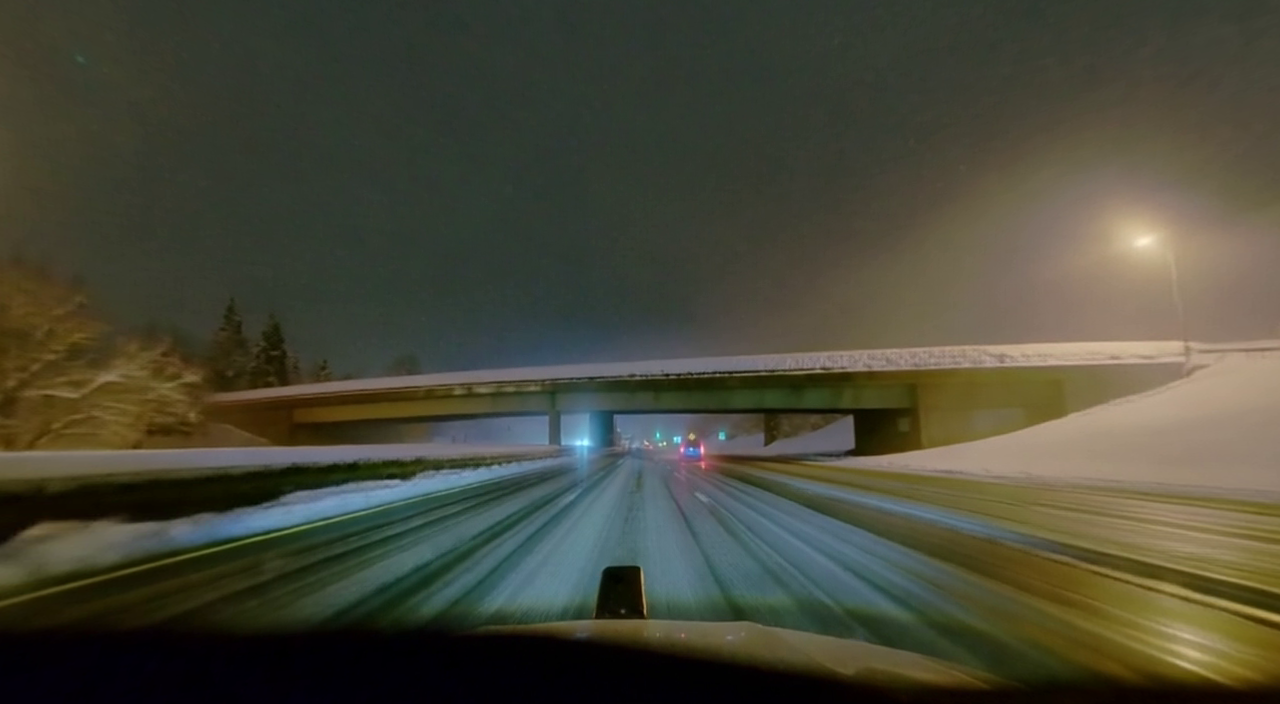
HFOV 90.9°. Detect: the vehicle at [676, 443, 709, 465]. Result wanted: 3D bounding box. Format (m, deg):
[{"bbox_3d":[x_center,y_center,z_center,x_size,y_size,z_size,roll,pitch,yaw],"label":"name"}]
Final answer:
[{"bbox_3d":[3.895,7.618,47.344,1.949,1.515,4.374,0,-9,-1],"label":"vehicle"}]
